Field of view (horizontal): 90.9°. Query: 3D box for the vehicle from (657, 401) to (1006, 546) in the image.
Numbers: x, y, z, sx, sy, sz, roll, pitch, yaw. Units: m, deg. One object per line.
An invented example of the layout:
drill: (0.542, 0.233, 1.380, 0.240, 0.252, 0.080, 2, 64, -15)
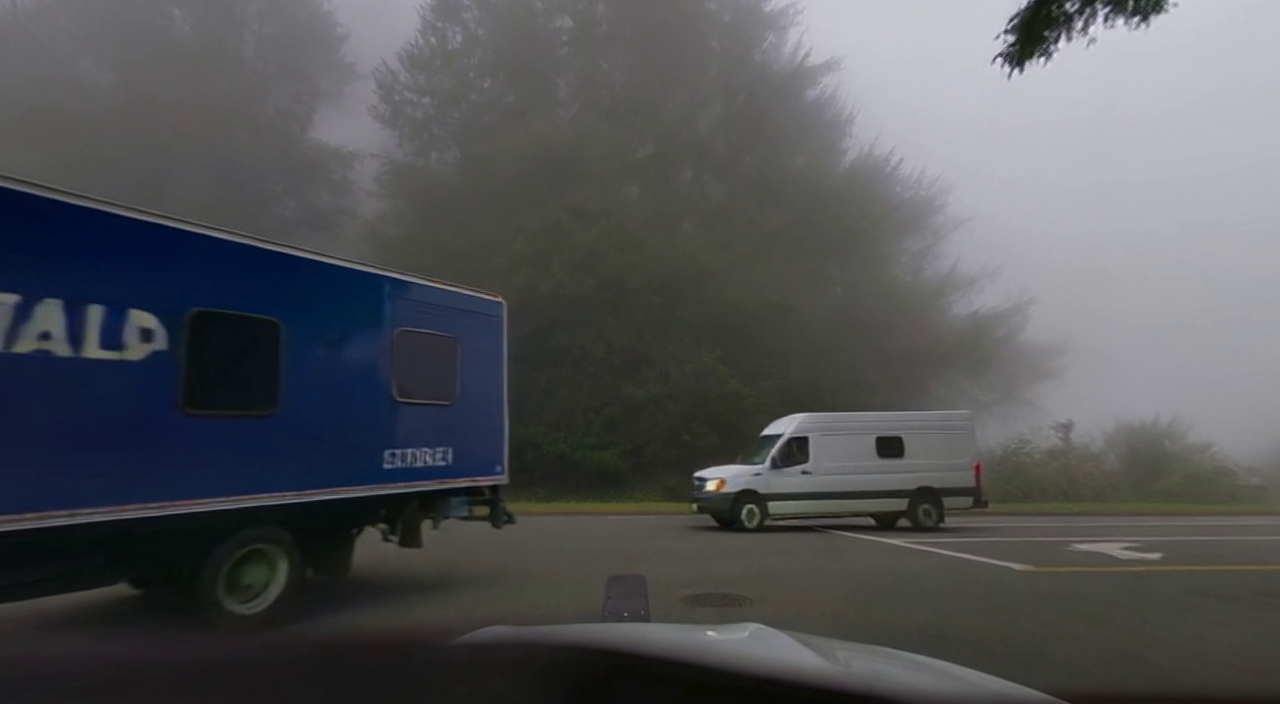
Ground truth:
vehicle: (3.415, 2.262, 12.153, 5.923, 2.424, 2.247, 1, -9, -6)

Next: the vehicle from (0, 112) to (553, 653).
vehicle: (-5.277, 0.305, 5.179, 2.740, 3.622, 9.765, -8, -11, 39)
